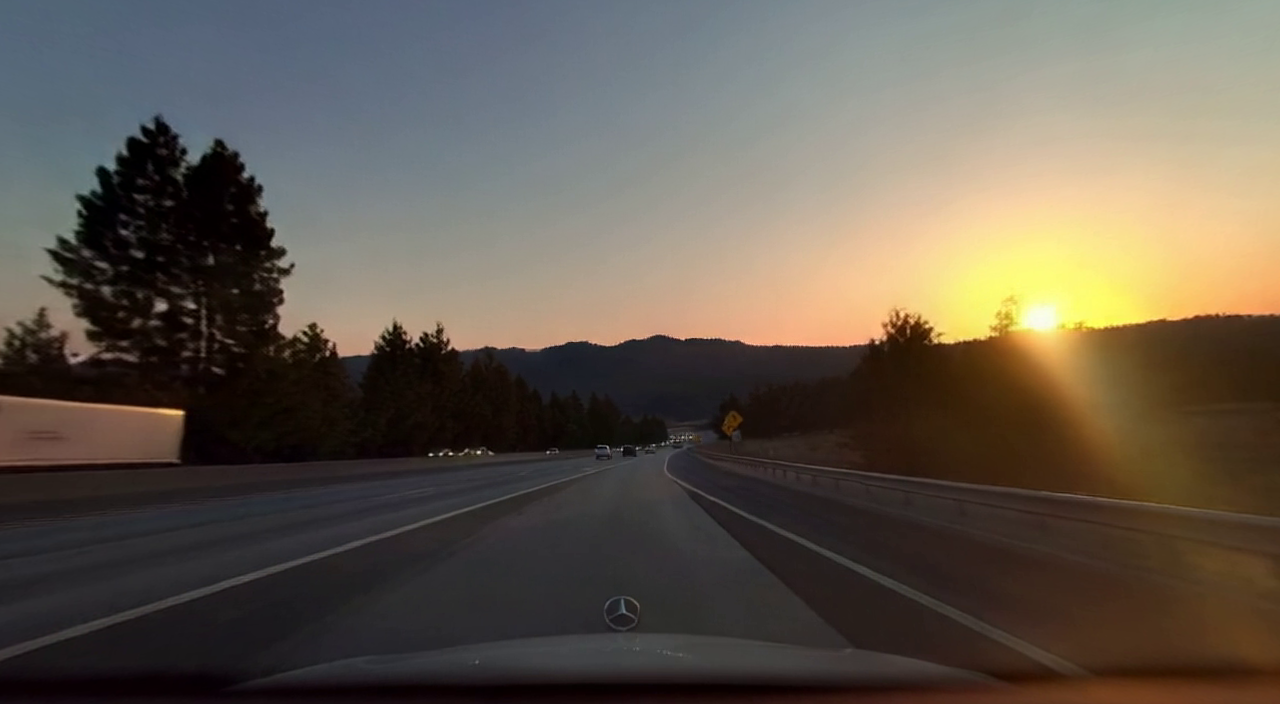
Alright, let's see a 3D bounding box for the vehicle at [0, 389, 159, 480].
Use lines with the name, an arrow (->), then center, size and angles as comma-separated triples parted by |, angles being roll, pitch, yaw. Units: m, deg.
vehicle -> -28.489, 3.763, 28.244 | 2.799, 3.794, 13.269 | -1, -9, 2
